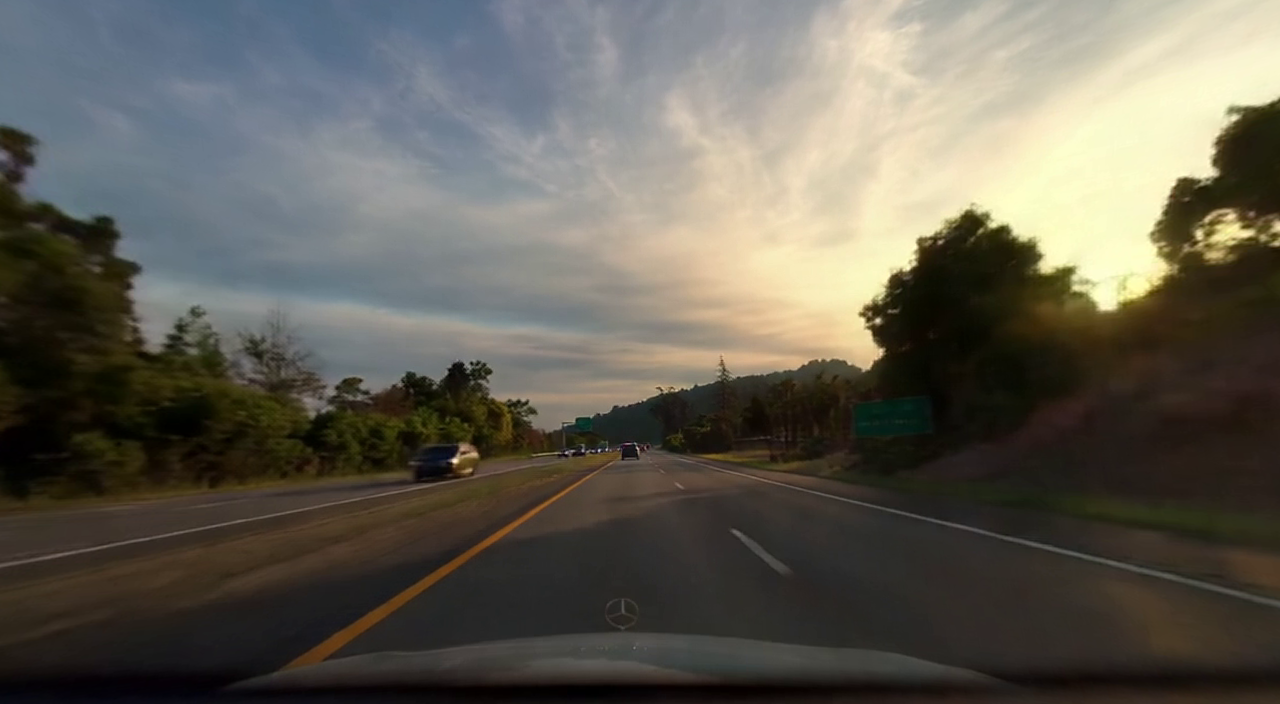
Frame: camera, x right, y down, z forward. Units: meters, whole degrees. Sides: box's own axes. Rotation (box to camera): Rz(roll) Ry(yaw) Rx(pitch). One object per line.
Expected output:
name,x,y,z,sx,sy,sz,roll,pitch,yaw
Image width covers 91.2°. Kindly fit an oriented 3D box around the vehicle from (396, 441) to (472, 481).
vehicle,-9.767,5.220,30.211,2.070,1.744,4.784,0,-9,0
